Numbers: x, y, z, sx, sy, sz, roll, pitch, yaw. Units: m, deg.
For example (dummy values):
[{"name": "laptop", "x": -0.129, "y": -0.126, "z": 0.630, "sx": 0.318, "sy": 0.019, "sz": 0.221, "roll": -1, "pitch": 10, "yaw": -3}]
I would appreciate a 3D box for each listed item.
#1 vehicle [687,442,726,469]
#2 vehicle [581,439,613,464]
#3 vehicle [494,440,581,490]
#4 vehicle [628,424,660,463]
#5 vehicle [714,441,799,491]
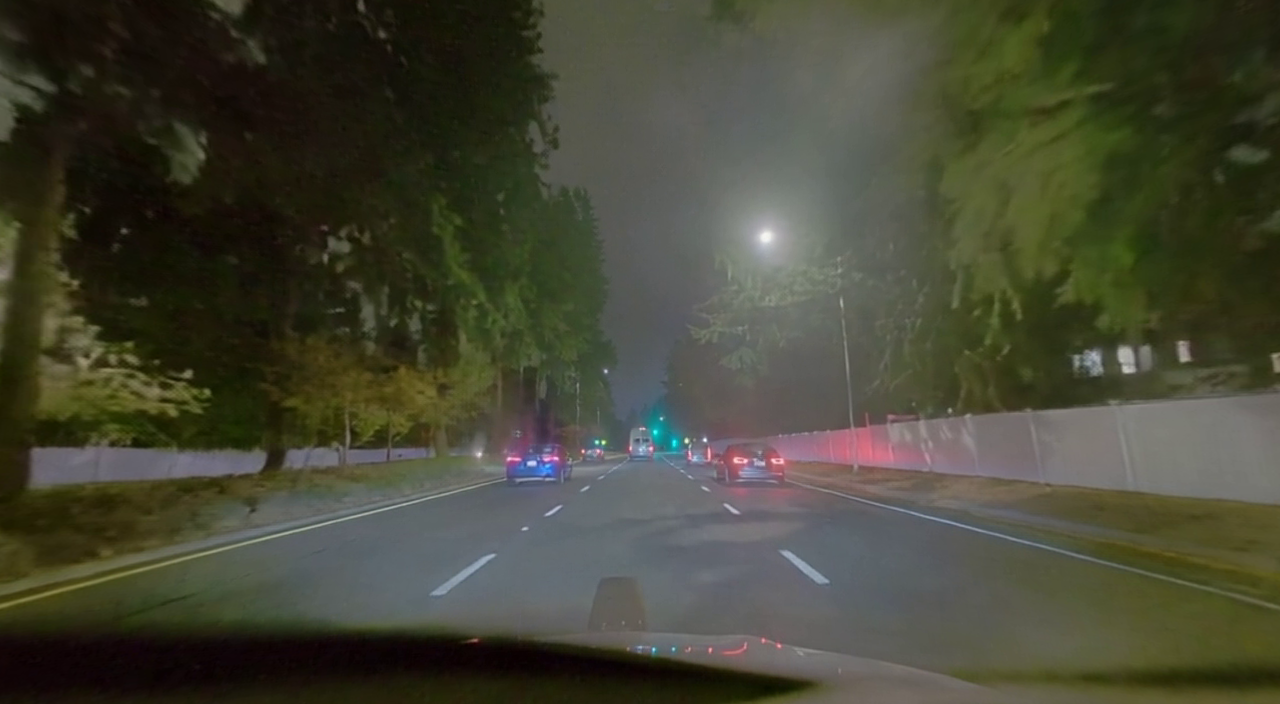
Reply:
[{"name": "vehicle", "x": 4.089, "y": 6.443, "z": 39.288, "sx": 1.905, "sy": 1.520, "sz": 4.340, "roll": 1, "pitch": -8, "yaw": -1}, {"name": "vehicle", "x": -3.202, "y": 7.437, "z": 47.143, "sx": 2.021, "sy": 1.715, "sz": 4.329, "roll": 0, "pitch": -8, "yaw": 1}, {"name": "vehicle", "x": -3.309, "y": 3.730, "z": 21.225, "sx": 2.036, "sy": 1.474, "sz": 4.647, "roll": 0, "pitch": -8, "yaw": 2}, {"name": "vehicle", "x": 0.324, "y": 6.961, "z": 47.724, "sx": 2.311, "sy": 2.726, "sz": 5.814, "roll": 0, "pitch": -8, "yaw": 1}, {"name": "vehicle", "x": 3.653, "y": 3.646, "z": 20.513, "sx": 1.945, "sy": 1.469, "sz": 4.258, "roll": 0, "pitch": -8, "yaw": 0}]
